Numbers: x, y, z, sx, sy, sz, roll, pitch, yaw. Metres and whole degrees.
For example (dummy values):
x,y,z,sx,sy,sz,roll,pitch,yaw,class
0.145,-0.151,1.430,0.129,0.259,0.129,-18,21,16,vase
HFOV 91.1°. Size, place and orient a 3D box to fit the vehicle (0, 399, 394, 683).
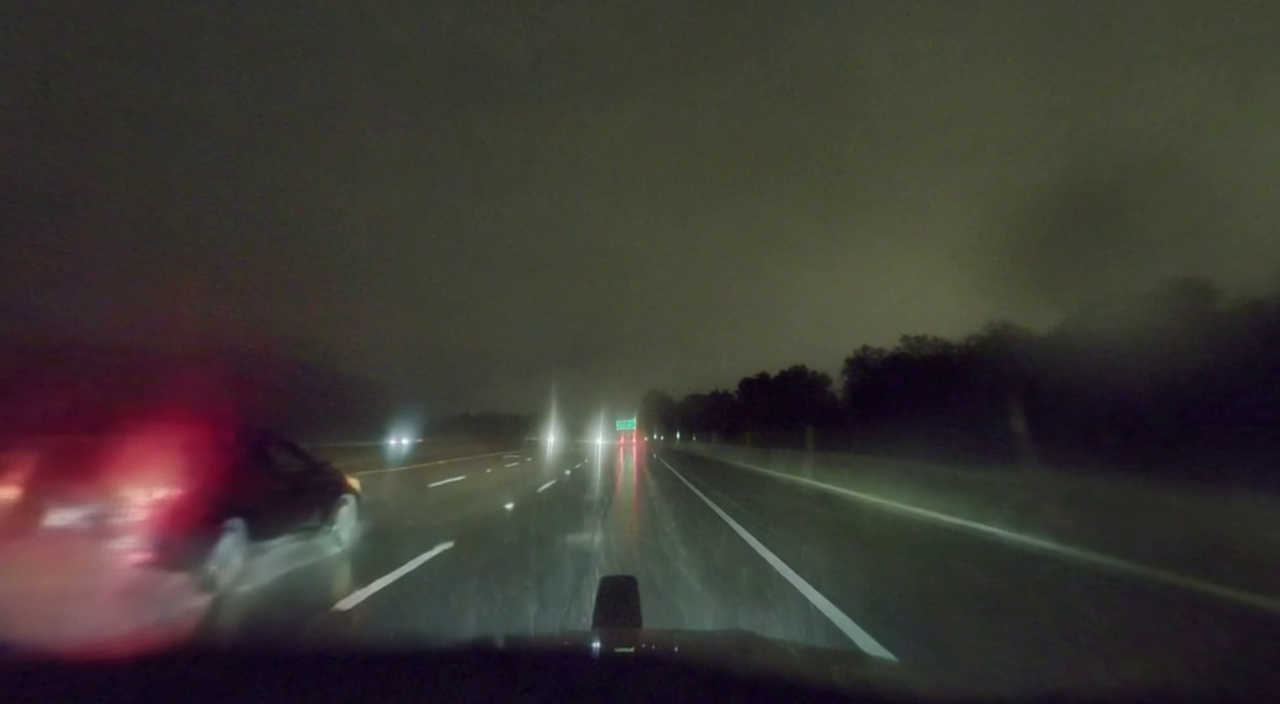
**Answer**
x,y,z,sx,sy,sz,roll,pitch,yaw,class
-4.448,1.403,6.083,2.129,1.588,4.980,0,-8,0,vehicle
